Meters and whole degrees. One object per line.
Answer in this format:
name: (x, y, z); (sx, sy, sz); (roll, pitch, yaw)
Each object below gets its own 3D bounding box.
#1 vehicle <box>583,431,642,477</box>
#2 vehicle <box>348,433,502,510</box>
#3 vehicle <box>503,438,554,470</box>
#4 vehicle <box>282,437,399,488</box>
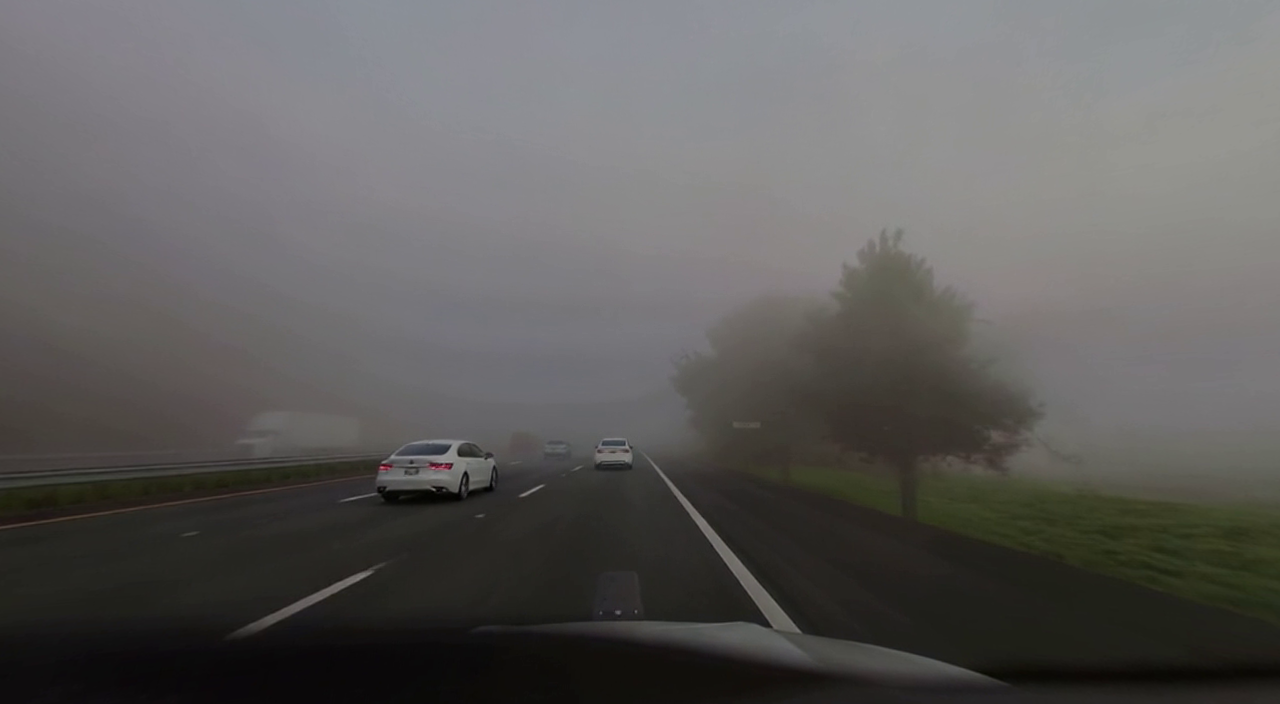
vehicle: (-1.057, 4.028, 25.228); (2.178, 1.658, 3.916); (0, -8, -1)
vehicle: (-4.662, 2.612, 14.432); (1.971, 1.464, 4.386); (0, -8, 0)
vehicle: (-5.534, 5.082, 31.625); (1.835, 1.432, 3.835); (0, -8, 0)
vehicle: (-9.501, 3.498, 20.332); (1.850, 1.439, 3.932); (0, -8, 0)
